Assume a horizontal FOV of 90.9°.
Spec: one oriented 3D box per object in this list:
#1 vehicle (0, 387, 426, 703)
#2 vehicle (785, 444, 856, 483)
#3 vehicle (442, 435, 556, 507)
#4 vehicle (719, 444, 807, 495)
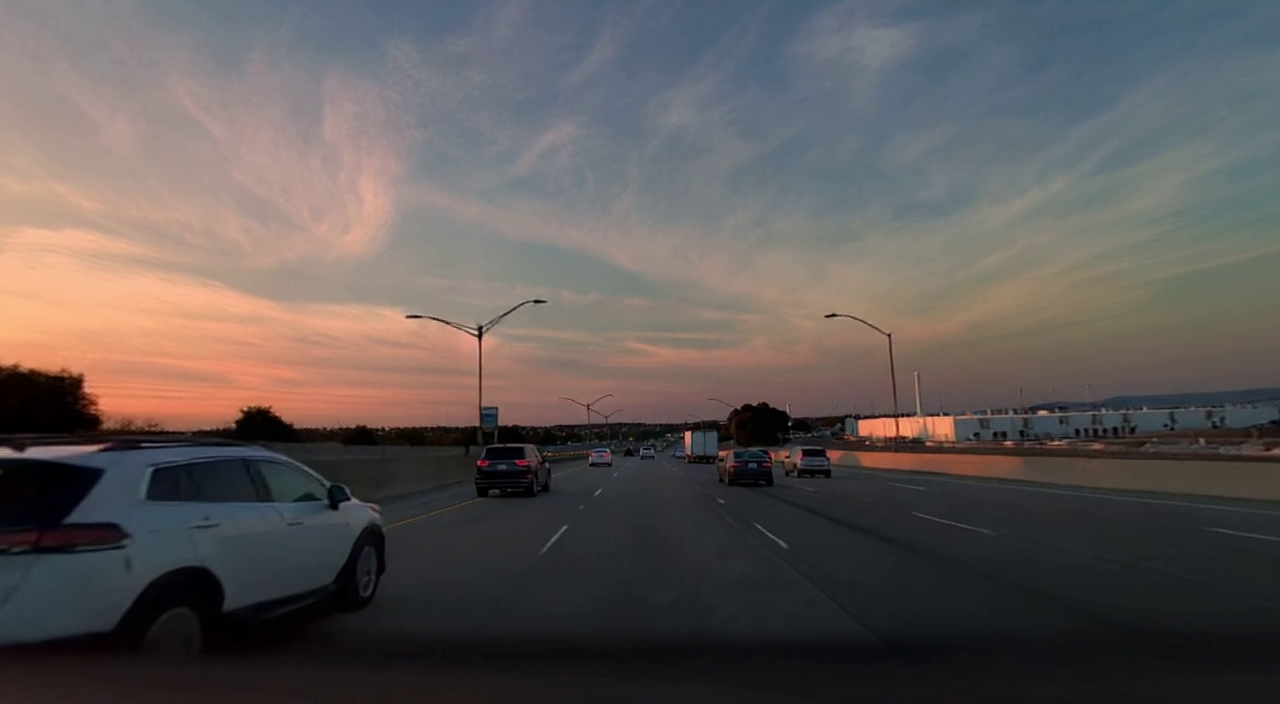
[{"bbox_3d":[-3.432,1.208,4.358,2.067,1.555,4.851,-1,-8,2],"label":"vehicle"},{"bbox_3d":[7.600,4.727,27.008,1.860,1.520,3.961,0,-8,0],"label":"vehicle"},{"bbox_3d":[-3.595,3.099,16.928,2.036,1.669,4.112,0,-8,1],"label":"vehicle"},{"bbox_3d":[3.889,3.776,20.747,1.942,1.453,4.329,0,-8,-1],"label":"vehicle"}]
